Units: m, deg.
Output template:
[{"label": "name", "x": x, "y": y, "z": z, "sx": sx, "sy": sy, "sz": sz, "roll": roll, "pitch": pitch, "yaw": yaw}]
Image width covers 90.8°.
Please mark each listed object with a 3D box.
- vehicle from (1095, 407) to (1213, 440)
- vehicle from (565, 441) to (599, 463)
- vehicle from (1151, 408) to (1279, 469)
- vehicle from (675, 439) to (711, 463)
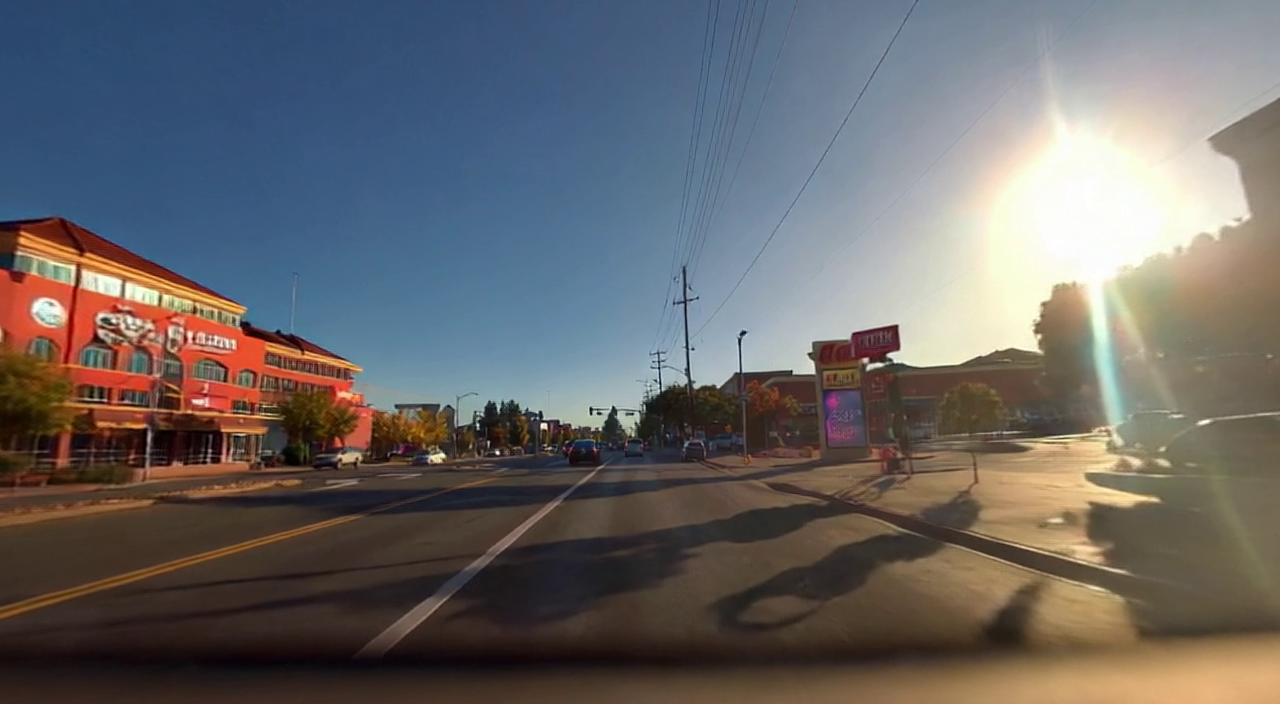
[{"label": "vehicle", "x": 33.570, "y": 4.782, "z": 41.479, "sx": 2.071, "sy": 1.958, "sz": 5.485, "roll": 4, "pitch": -10, "yaw": -27}, {"label": "vehicle", "x": -4.292, "y": 7.537, "z": 47.721, "sx": 2.179, "sy": 1.490, "sz": 4.742, "roll": 0, "pitch": -9, "yaw": -1}, {"label": "vehicle", "x": 16.347, "y": 2.222, "z": 16.152, "sx": 2.150, "sy": 1.463, "sz": 4.524, "roll": 5, "pitch": -10, "yaw": -33}, {"label": "vehicle", "x": 3.492, "y": 6.701, "z": 42.737, "sx": 1.922, "sy": 1.507, "sz": 4.824, "roll": 0, "pitch": -9, "yaw": -1}]
